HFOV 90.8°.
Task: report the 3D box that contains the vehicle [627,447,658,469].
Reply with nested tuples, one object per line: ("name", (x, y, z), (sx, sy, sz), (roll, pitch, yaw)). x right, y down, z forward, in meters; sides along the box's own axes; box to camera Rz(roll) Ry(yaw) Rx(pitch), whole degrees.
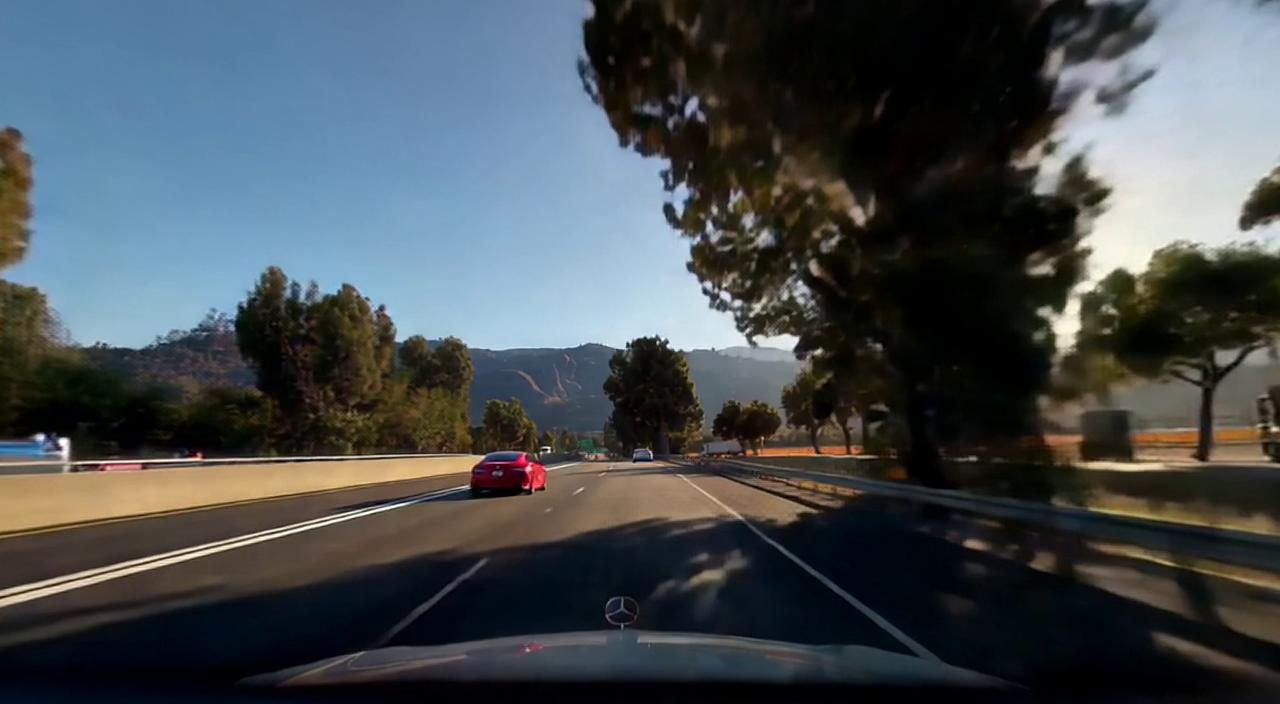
("vehicle", (0.164, 7.514, 44.966), (2.079, 1.450, 3.942), (0, -9, 0))

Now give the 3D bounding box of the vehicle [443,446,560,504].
("vehicle", (-3.781, 3.450, 18.219), (2.170, 1.451, 4.584), (0, -9, 2))
